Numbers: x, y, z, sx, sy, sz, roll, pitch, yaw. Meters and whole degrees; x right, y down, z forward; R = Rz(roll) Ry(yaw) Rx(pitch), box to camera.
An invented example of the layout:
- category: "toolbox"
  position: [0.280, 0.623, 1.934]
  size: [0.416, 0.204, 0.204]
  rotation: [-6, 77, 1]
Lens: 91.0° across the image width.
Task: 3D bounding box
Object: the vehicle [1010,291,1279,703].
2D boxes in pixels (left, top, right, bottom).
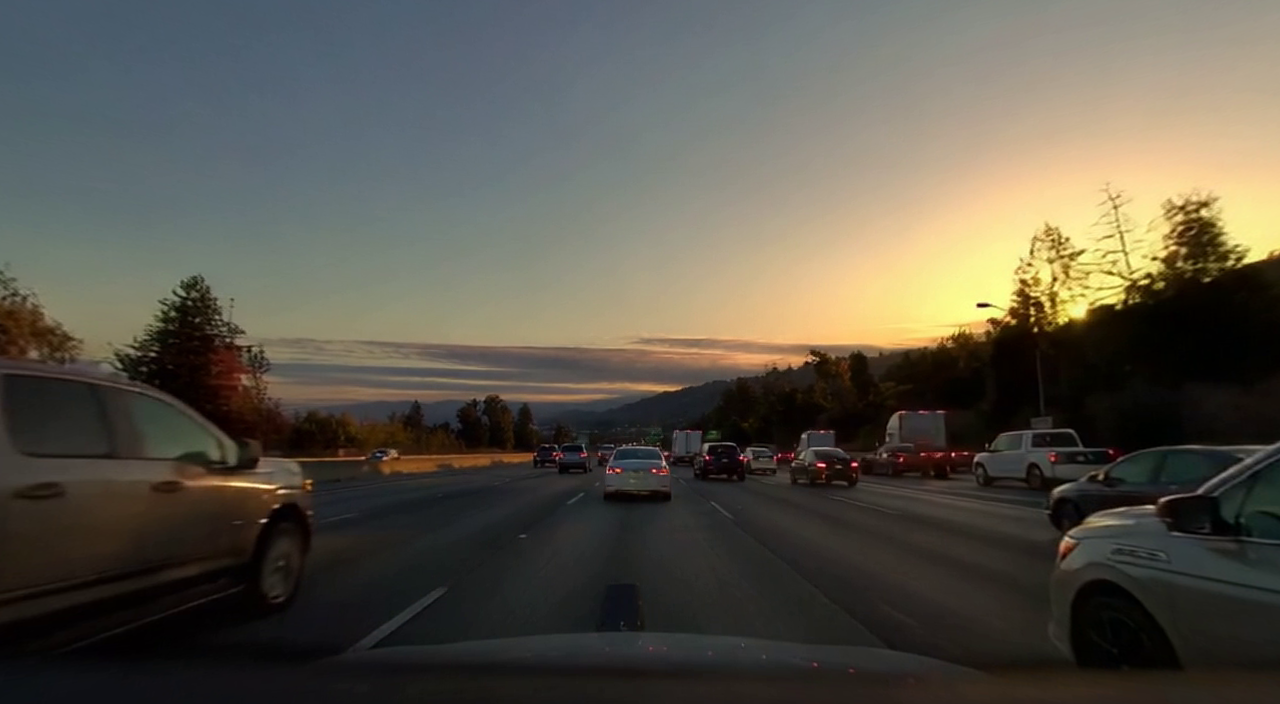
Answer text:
- category: "vehicle"
  position: [3.410, 0.611, 1.465]
  size: [2.215, 1.879, 4.845]
  rotation: [0, -9, 1]

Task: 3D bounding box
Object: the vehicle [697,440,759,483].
- category: "vehicle"
  position: [3.707, 4.669, 27.161]
  size: [2.053, 1.666, 4.106]
  rotation: [0, -9, 0]

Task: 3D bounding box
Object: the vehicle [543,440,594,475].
- category: "vehicle"
  position: [-3.747, 5.648, 33.960]
  size: [2.079, 1.741, 4.436]
  rotation: [0, -9, 2]

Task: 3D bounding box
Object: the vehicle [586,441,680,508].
- category: "vehicle"
  position: [-0.132, 3.098, 16.339]
  size: [2.132, 1.499, 4.038]
  rotation: [0, -9, 1]

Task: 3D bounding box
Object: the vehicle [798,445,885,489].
- category: "vehicle"
  position: [7.515, 4.317, 23.955]
  size: [1.942, 1.482, 4.250]
  rotation: [0, -9, 0]

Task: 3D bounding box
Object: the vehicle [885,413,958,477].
- category: "vehicle"
  position: [17.333, 5.768, 38.983]
  size: [2.777, 3.740, 3.338]
  rotation: [1, -9, -1]

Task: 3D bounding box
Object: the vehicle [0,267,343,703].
- category: "vehicle"
  position: [-3.691, 0.641, 2.258]
  size: [2.510, 1.959, 5.372]
  rotation: [0, -9, 1]
